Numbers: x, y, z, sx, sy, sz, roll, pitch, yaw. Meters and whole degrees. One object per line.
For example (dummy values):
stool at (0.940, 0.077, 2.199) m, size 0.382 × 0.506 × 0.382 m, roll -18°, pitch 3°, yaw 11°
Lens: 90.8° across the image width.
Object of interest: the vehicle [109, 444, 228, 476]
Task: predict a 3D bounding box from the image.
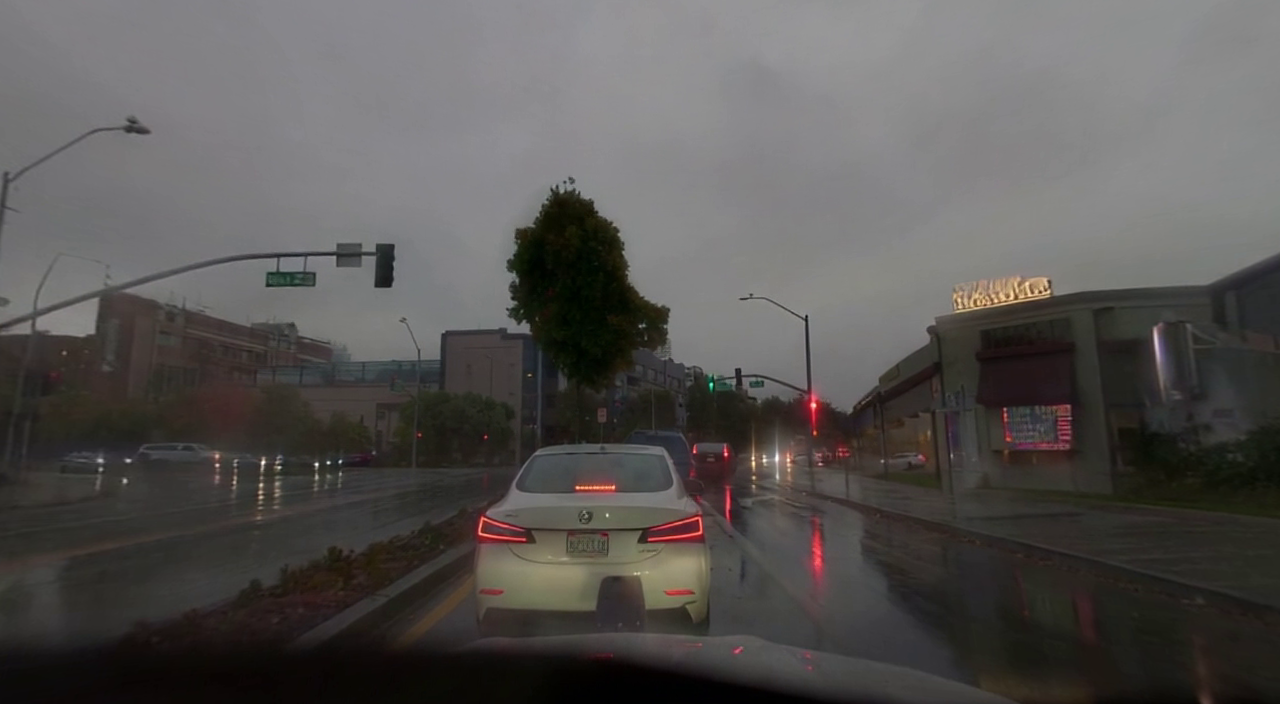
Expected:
vehicle at (-26.635, 6.094, 35.864) m, size 4.877 × 1.754 × 1.978 m, roll 2°, pitch -9°, yaw -12°

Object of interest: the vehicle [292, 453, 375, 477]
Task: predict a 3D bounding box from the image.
vehicle at (-19.954, 7.340, 41.316) m, size 4.548 × 1.449 × 1.802 m, roll 2°, pitch -9°, yaw -13°

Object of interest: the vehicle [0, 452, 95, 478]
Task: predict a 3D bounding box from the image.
vehicle at (-35.679, 6.718, 37.758) m, size 4.199 × 1.432 × 1.727 m, roll 2°, pitch -9°, yaw -12°

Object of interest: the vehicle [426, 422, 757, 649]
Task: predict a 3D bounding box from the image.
vehicle at (-0.333, 1.533, 6.371) m, size 2.173 × 1.479 × 4.264 m, roll 0°, pitch -9°, yaw 0°
